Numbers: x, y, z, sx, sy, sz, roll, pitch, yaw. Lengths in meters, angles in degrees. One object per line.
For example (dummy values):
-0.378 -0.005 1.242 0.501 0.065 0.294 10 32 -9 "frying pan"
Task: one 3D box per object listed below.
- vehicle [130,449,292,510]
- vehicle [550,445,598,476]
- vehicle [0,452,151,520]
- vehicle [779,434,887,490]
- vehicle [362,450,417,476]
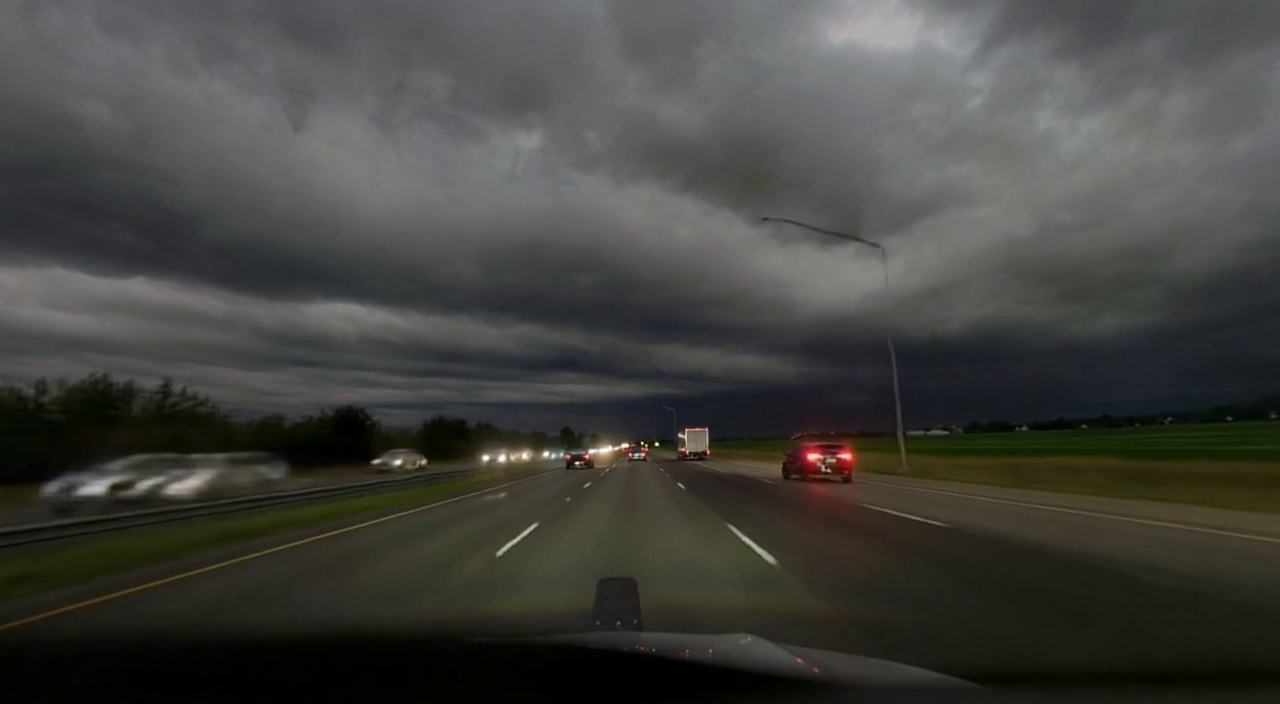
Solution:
-11.457 3.383 17.137 1.775 1.434 3.718 0 -9 0 "vehicle"
-3.503 5.847 34.077 2.160 1.530 4.500 0 -9 0 "vehicle"
-15.206 3.337 16.152 1.850 1.465 4.240 0 -9 0 "vehicle"
6.213 3.618 20.957 2.069 1.625 4.832 0 -9 0 "vehicle"
-16.741 7.400 42.241 1.921 1.630 4.333 0 -9 0 "vehicle"
